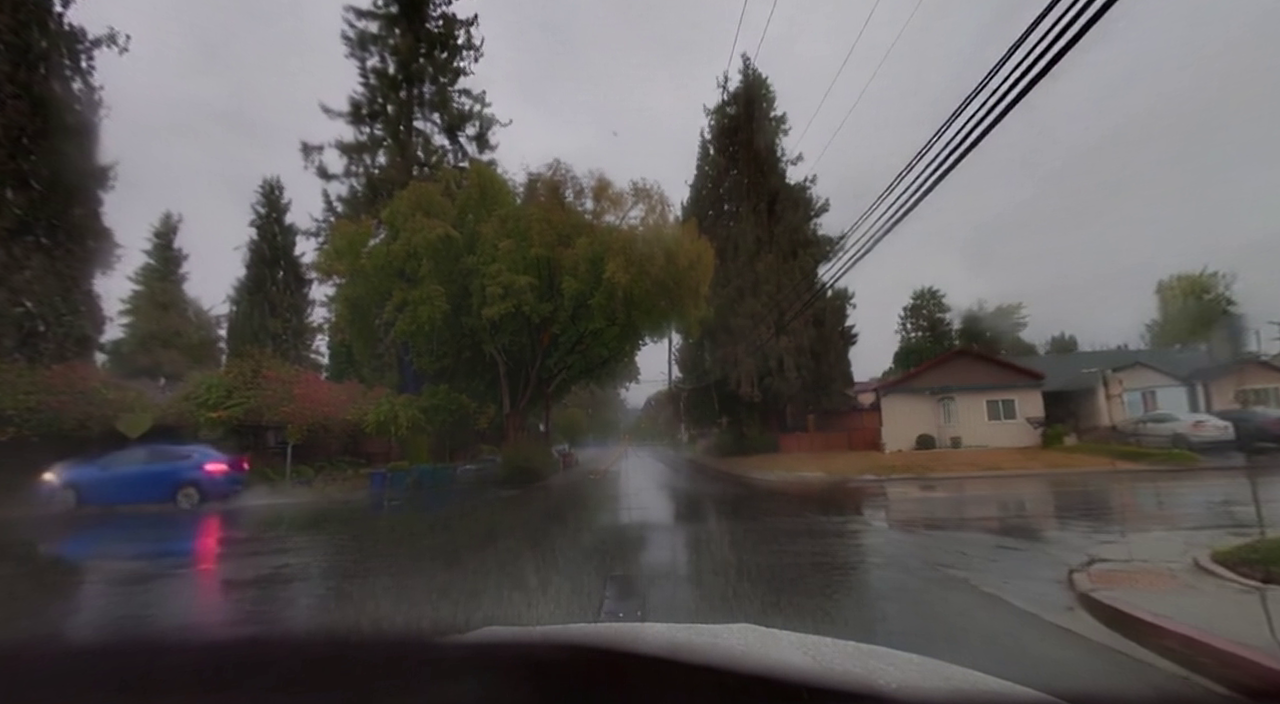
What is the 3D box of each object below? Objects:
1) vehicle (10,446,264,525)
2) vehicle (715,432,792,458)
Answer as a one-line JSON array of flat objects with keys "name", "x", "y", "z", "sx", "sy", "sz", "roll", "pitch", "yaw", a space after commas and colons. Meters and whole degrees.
[{"name": "vehicle", "x": -11.811, "y": 3.108, "z": 15.328, "sx": 4.396, "sy": 1.596, "sz": 1.988, "roll": 3, "pitch": -9, "yaw": -26}, {"name": "vehicle", "x": 7.681, "y": 6.324, "z": 42.955, "sx": 4.784, "sy": 1.647, "sz": 1.947, "roll": 0, "pitch": -8, "yaw": -5}]
